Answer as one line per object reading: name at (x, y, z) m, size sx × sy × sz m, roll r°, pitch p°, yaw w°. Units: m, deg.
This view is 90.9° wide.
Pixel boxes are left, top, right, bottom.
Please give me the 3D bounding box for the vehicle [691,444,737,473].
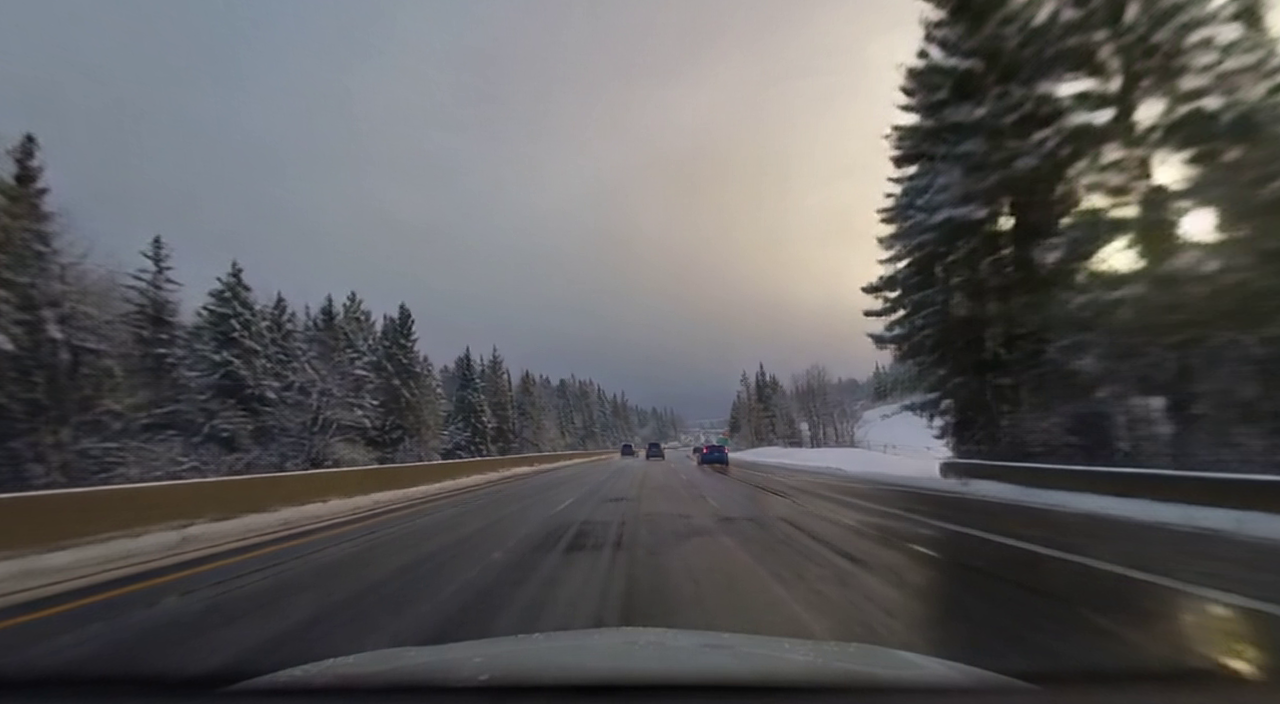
vehicle at (4.290, 6.227, 37.030) m, size 2.175 × 1.574 × 3.943 m, roll 0°, pitch -9°, yaw 0°
